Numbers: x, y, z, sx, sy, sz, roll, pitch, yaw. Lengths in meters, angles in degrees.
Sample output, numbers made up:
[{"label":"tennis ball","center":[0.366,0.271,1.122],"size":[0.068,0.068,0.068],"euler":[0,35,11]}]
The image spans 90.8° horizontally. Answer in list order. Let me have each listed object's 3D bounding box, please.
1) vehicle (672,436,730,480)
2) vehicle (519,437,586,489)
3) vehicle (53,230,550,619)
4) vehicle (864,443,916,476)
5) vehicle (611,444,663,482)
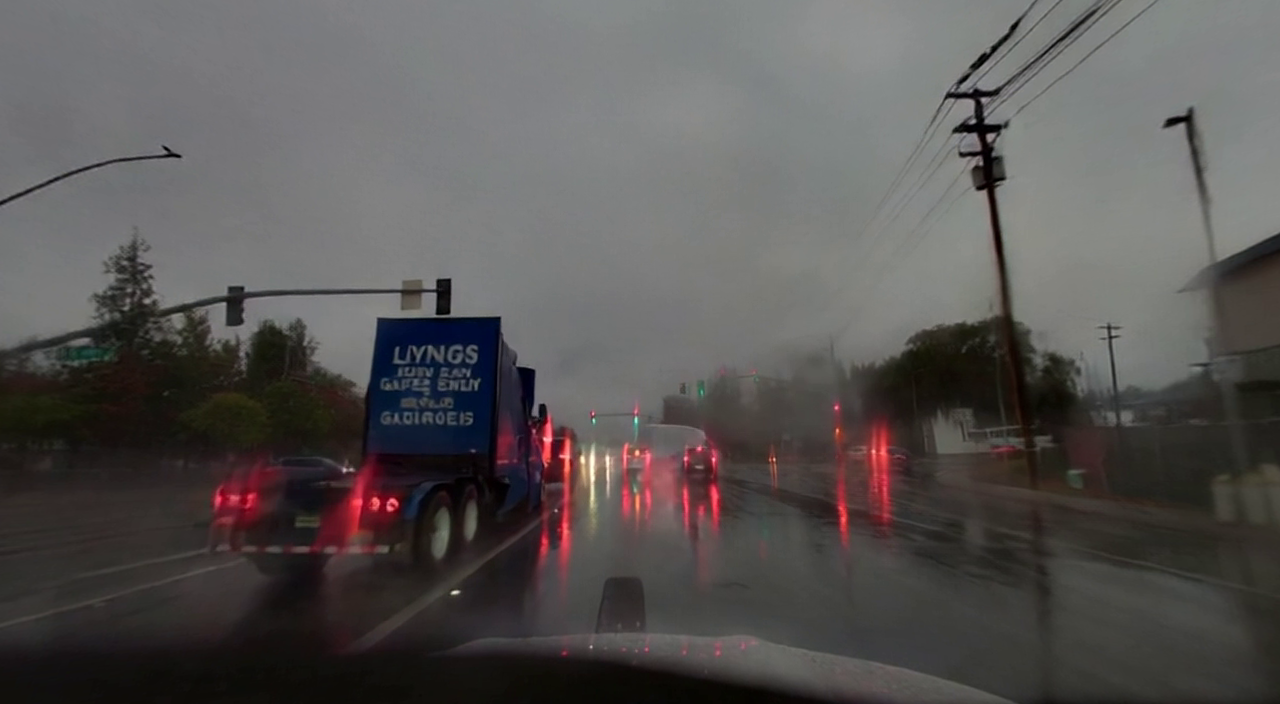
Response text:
[{"label":"vehicle","center":[2.717,4.856,29.216],"size":[2.086,1.849,4.607],"euler":[0,-9,-2]},{"label":"vehicle","center":[-3.302,4.286,24.728],"size":[1.994,1.806,4.564],"euler":[0,-9,0]},{"label":"vehicle","center":[-3.429,1.168,9.584],"size":[2.889,3.347,8.285],"euler":[0,-9,0]},{"label":"vehicle","center":[13.658,5.816,34.400],"size":[2.102,1.662,4.533],"euler":[-5,-10,27]},{"label":"vehicle","center":[-0.178,4.830,27.766],"size":[2.117,1.499,4.036],"euler":[0,-9,-1]}]
